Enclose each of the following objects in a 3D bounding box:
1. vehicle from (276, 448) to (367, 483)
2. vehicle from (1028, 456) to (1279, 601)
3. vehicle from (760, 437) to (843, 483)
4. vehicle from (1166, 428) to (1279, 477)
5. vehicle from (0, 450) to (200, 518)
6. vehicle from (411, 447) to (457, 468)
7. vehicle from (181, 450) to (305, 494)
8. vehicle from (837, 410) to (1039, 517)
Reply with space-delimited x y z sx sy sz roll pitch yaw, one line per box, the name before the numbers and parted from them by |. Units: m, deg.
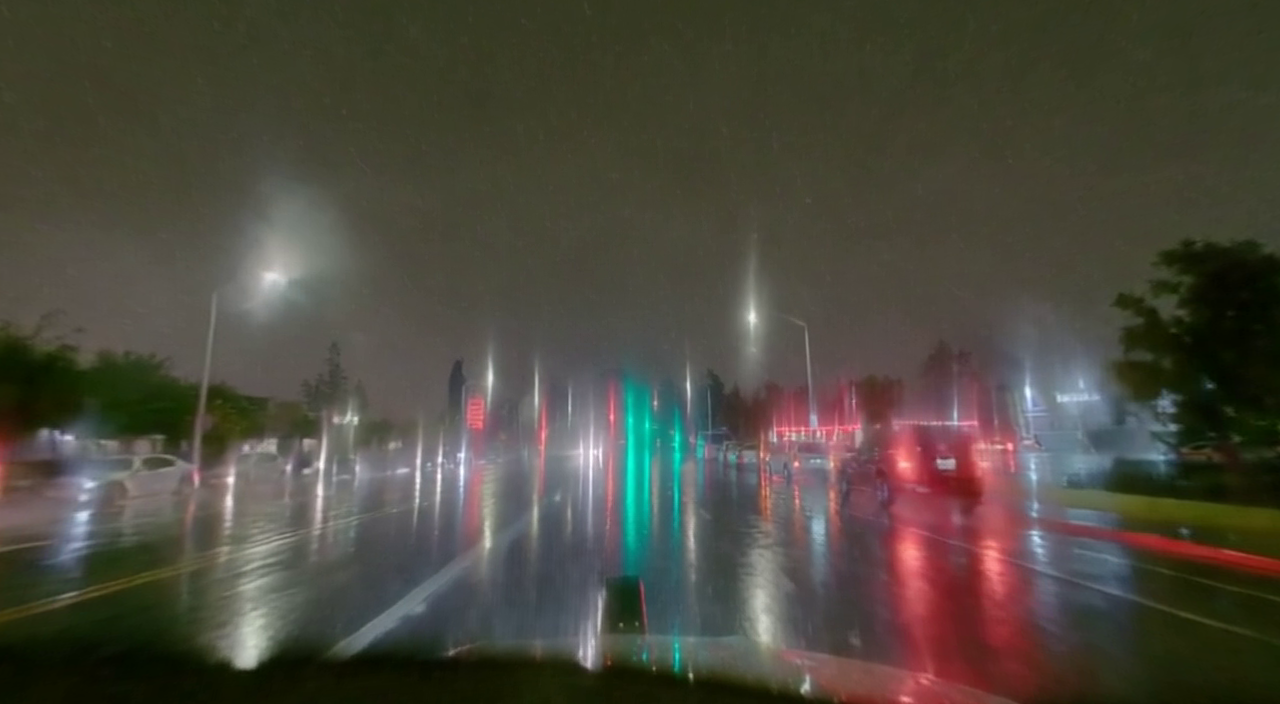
vehicle | -15.064 5.374 30.087 1.897 1.517 4.802 0 -9 -1
vehicle | 7.759 2.203 8.419 1.992 1.499 4.715 3 -9 -3
vehicle | 7.117 4.827 28.461 2.092 1.887 5.632 0 -9 -2
vehicle | 26.904 4.372 27.472 2.195 2.015 5.433 6 -10 -34
vehicle | -14.901 3.554 17.547 1.836 1.448 4.941 0 -7 -2
vehicle | -15.520 7.960 47.612 2.036 1.478 4.615 0 -9 -1
vehicle | -15.097 4.541 24.263 1.880 1.488 4.483 0 -9 -1
vehicle | 7.442 2.919 16.708 2.327 2.296 5.692 1 -9 -3
